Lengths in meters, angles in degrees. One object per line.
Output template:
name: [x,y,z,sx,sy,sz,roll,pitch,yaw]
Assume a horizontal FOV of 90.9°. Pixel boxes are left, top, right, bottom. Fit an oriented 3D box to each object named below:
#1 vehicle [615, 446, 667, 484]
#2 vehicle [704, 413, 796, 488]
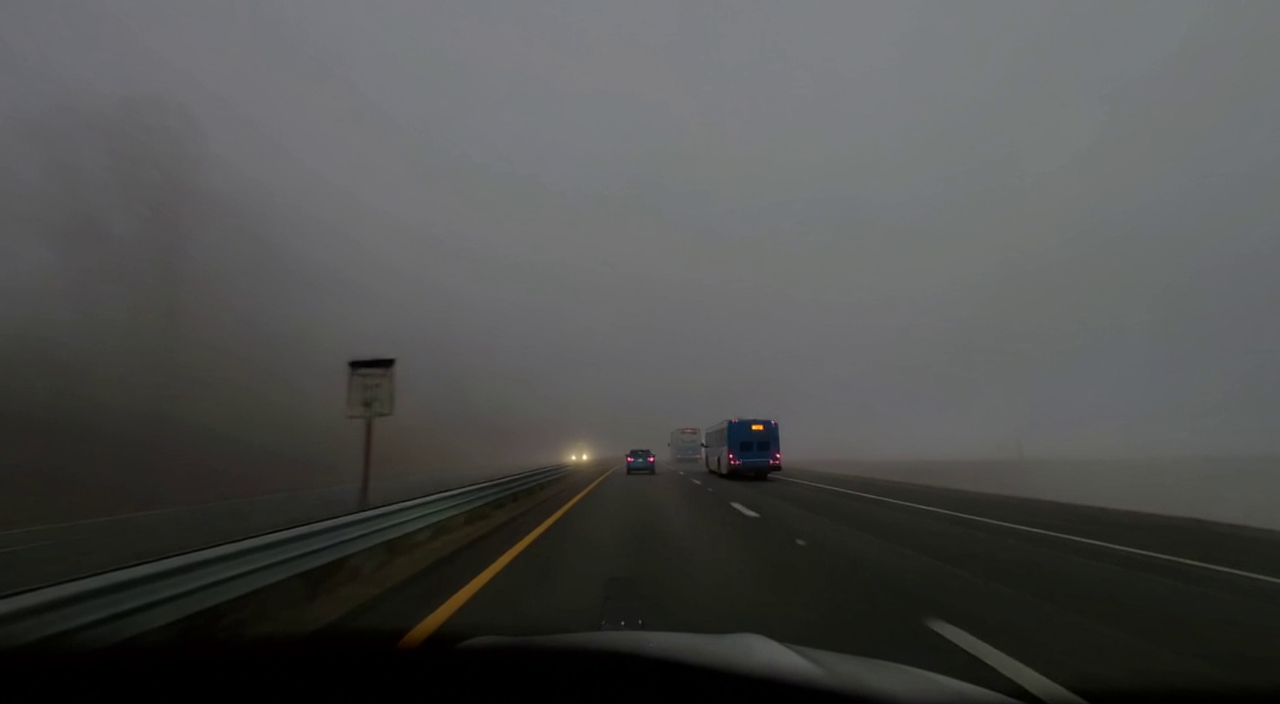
vehicle: [0.018,4.628,26.019,2.004,1.449,3.817,0,-9,-1]
vehicle: [4.101,3.864,24.739,2.440,2.555,5.957,0,-9,-1]
